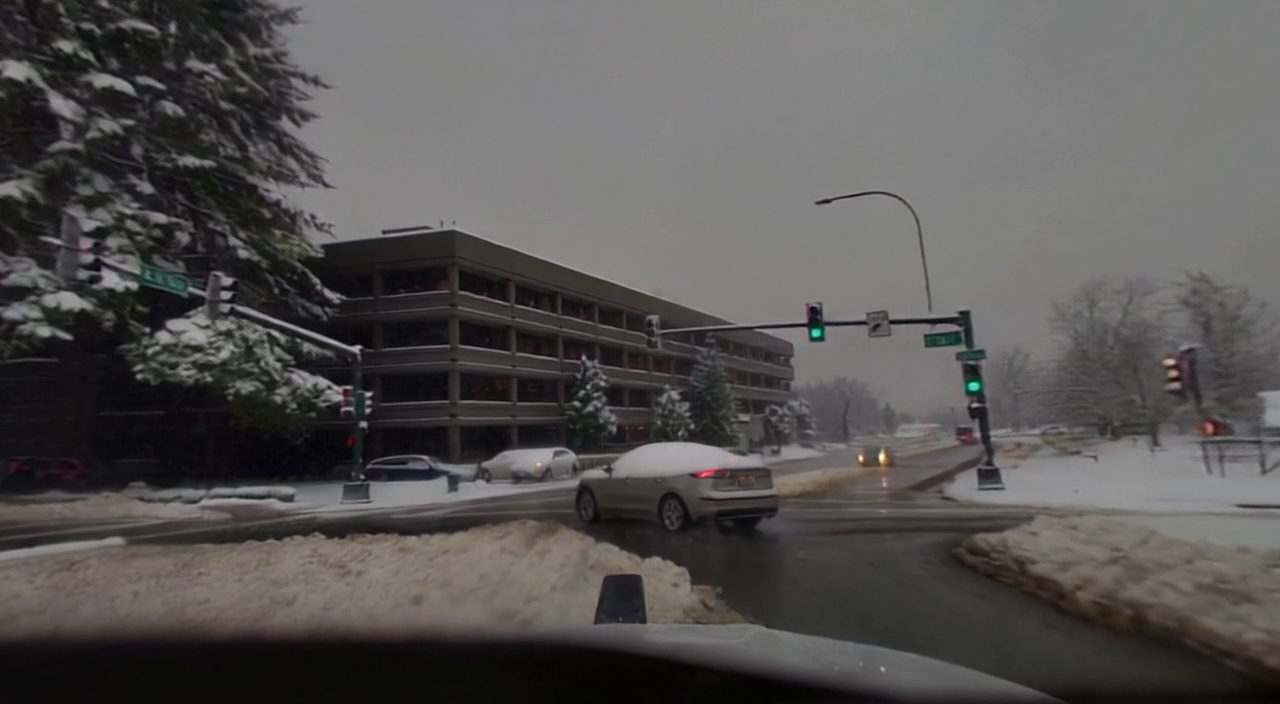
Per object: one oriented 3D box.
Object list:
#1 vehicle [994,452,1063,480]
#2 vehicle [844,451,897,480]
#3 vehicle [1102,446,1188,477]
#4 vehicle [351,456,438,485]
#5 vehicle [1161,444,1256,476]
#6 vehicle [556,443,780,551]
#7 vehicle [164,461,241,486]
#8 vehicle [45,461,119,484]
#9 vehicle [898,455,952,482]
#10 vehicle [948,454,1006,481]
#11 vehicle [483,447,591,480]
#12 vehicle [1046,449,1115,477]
[{"bbox_3d":[20.663,6.066,33.745,2.006,1.371,3.426,-2,-9,12],"label":"vehicle"},{"bbox_3d":[12.715,6.256,35.059,1.983,1.453,4.180,-1,-9,10],"label":"vehicle"},{"bbox_3d":[25.944,5.606,32.615,1.970,1.449,3.604,-2,-9,12],"label":"vehicle"},{"bbox_3d":[-13.930,6.715,35.897,4.207,1.508,1.875,-2,-9,13],"label":"vehicle"},{"bbox_3d":[28.882,5.489,32.257,1.997,1.495,3.504,-2,-9,12],"label":"vehicle"},{"bbox_3d":[0.268,2.425,11.360,1.903,1.529,4.254,6,-10,-32],"label":"vehicle"},{"bbox_3d":[-27.895,7.754,40.436,1.709,1.410,3.945,-1,-9,10],"label":"vehicle"},{"bbox_3d":[-37.577,8.085,42.600,1.627,1.392,3.330,-1,-9,10],"label":"vehicle"},{"bbox_3d":[15.636,6.387,34.891,1.889,1.358,3.751,-2,-9,12],"label":"vehicle"},{"bbox_3d":[18.049,6.157,34.000,1.692,1.343,3.352,-1,-9,9],"label":"vehicle"},{"bbox_3d":[-6.183,6.678,38.154,6.021,1.868,2.172,-2,-9,11],"label":"vehicle"},{"bbox_3d":[23.213,5.835,33.436,1.704,1.365,3.315,-2,-9,11],"label":"vehicle"}]
